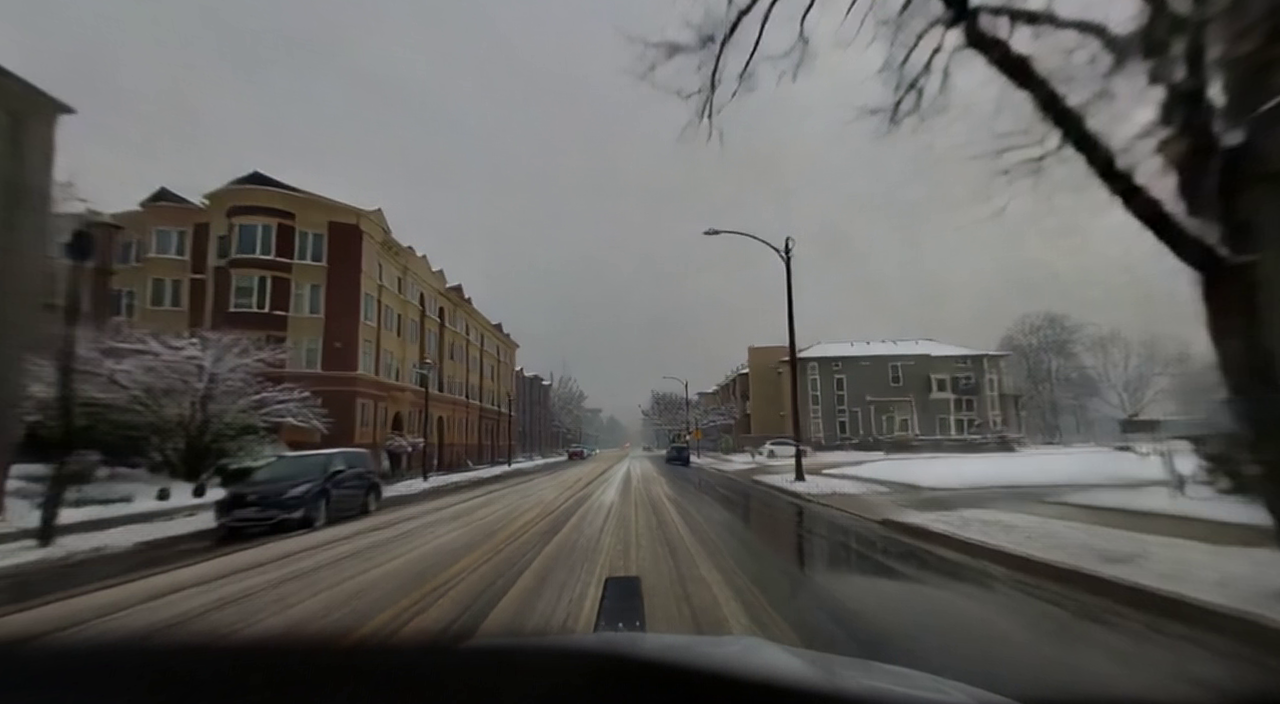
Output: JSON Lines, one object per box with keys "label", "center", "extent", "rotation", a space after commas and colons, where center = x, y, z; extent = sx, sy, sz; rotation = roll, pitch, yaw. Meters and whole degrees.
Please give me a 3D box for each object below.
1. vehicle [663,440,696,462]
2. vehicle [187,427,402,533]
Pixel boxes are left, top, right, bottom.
{"label": "vehicle", "center": [2.856, 7.278, 46.510], "extent": [1.985, 1.543, 4.112], "rotation": [0, -8, -2]}
{"label": "vehicle", "center": [-6.621, 2.499, 12.819], "extent": [1.946, 1.640, 4.430], "rotation": [-3, -9, -1]}
